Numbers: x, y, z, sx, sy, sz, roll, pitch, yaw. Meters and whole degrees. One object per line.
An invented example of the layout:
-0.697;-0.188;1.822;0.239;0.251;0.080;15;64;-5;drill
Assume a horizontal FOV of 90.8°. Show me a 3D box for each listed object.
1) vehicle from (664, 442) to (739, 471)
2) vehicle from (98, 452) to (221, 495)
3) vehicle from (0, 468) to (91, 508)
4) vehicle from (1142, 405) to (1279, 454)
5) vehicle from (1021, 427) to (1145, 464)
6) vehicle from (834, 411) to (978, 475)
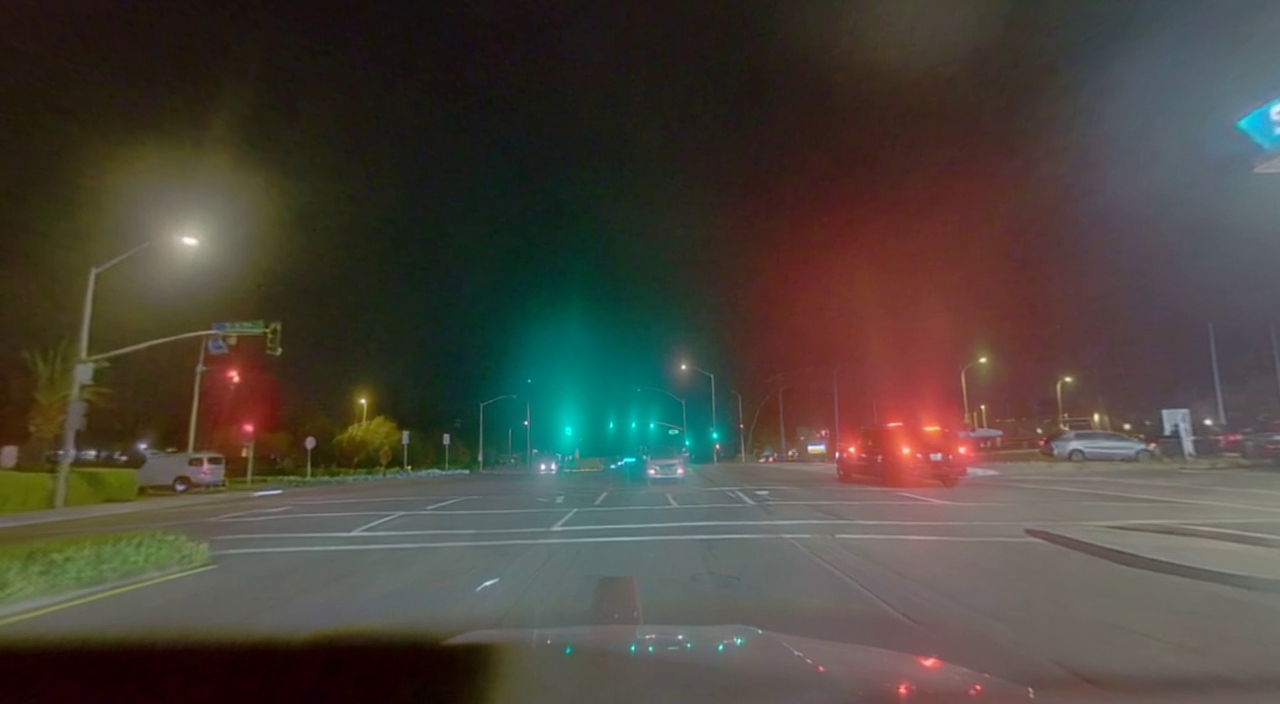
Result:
4.882;8.172;49.734;2.703;2.082;6.059;-8;-12;43;vehicle
-25.871;6.523;34.116;5.056;1.839;1.957;-3;-6;-1;vehicle
-25.798;5.580;26.015;4.448;1.525;1.835;1;-9;-6;vehicle
28.937;3.883;31.373;5.625;2.303;2.592;0;-9;1;vehicle
21.594;4.577;30.921;4.578;1.756;2.042;1;-9;-4;vehicle
13.323;4.801;33.089;2.944;2.783;10.332;0;-9;-1;vehicle
